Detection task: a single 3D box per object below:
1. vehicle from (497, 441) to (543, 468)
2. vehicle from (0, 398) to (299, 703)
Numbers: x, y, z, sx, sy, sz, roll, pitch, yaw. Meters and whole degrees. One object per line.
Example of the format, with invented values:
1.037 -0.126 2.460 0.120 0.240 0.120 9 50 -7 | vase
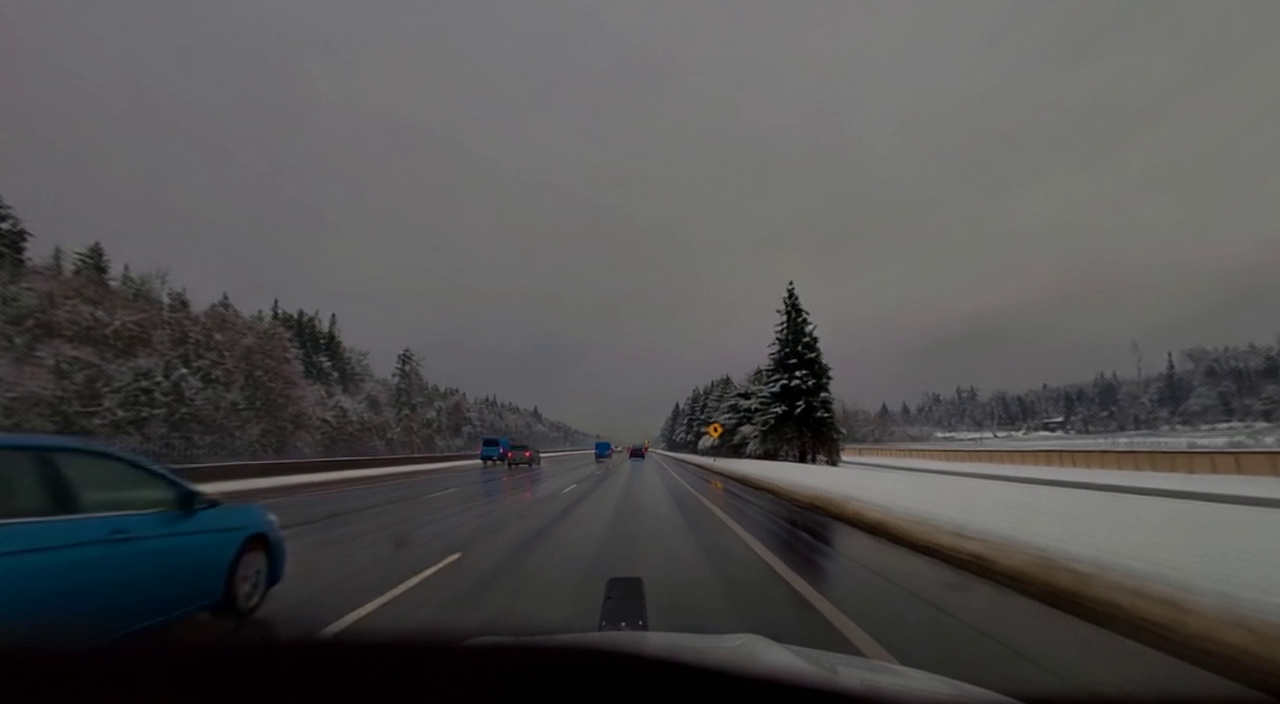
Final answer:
-7.423 6.389 39.449 2.014 1.598 4.015 0 -8 1 | vehicle
-3.511 0.876 1.948 2.081 1.514 4.943 0 -8 1 | vehicle
